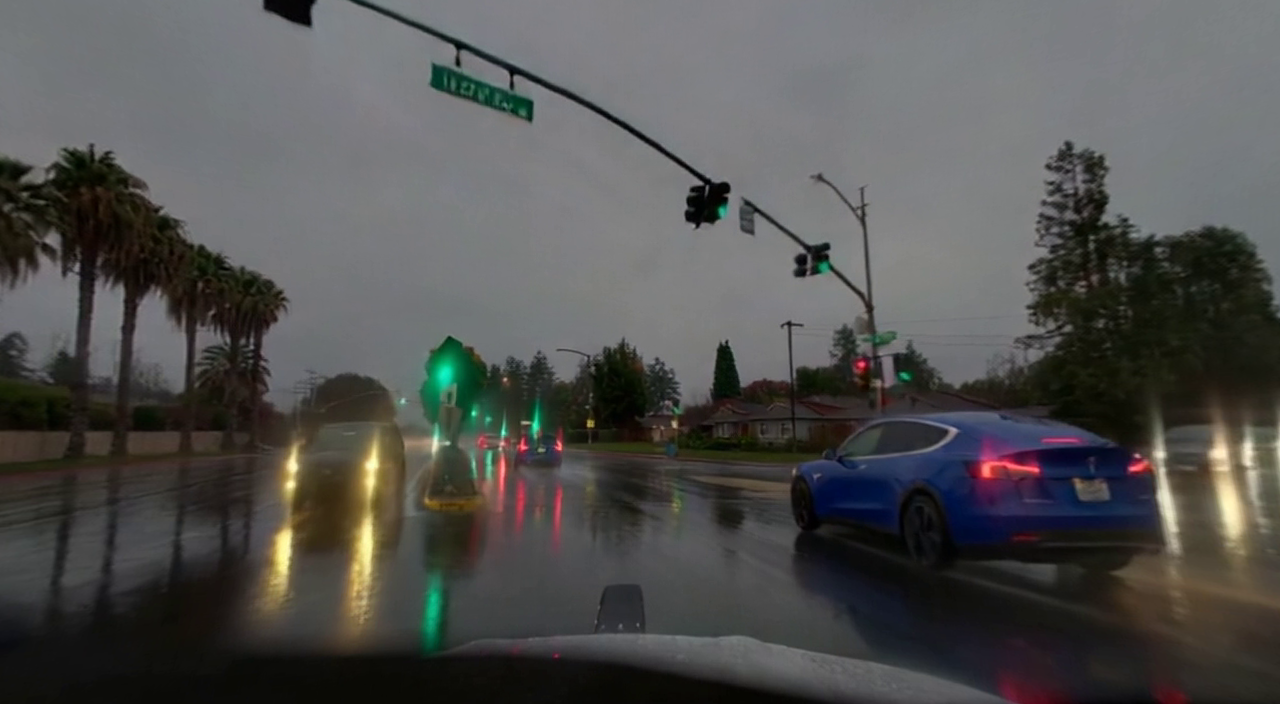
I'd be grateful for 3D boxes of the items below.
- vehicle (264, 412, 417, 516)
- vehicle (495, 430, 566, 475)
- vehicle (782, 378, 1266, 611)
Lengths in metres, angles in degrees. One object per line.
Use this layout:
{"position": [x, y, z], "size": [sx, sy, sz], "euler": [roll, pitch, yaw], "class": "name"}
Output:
{"position": [-6.536, 2.480, 14.549], "size": [2.283, 1.878, 5.384], "euler": [2, -9, -16], "class": "vehicle"}
{"position": [-4.682, 4.171, 26.465], "size": [2.341, 1.709, 4.466], "euler": [2, -9, -17], "class": "vehicle"}
{"position": [3.673, 1.493, 7.640], "size": [2.205, 1.803, 5.135], "euler": [1, -8, -6], "class": "vehicle"}
